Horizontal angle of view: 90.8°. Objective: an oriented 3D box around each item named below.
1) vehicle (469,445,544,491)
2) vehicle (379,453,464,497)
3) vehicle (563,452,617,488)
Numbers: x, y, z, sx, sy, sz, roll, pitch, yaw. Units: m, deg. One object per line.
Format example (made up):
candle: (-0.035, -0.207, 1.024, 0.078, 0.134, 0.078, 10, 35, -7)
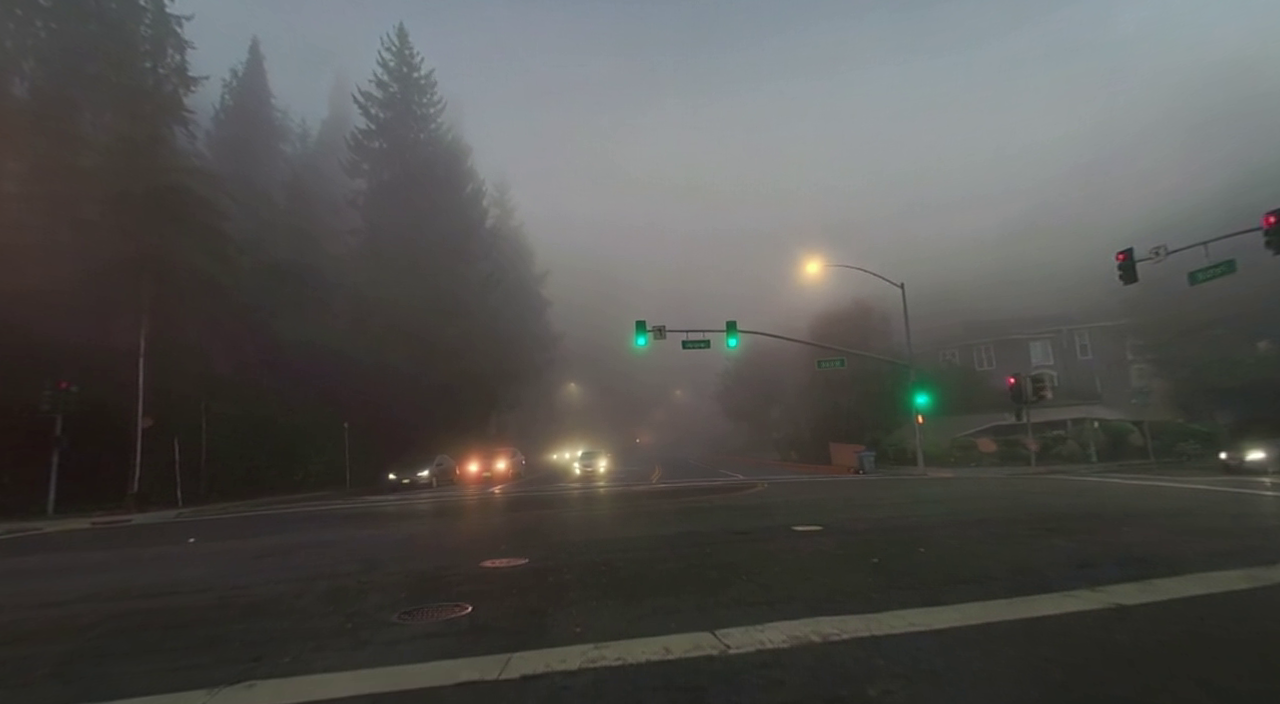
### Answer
vehicle: (-6.183, 5.429, 30.058, 2.479, 1.977, 5.254, 0, -9, -1)
vehicle: (-9.963, 5.612, 29.265, 2.241, 1.819, 4.690, 0, -9, -1)
vehicle: (-2.196, 5.356, 29.133, 2.174, 1.477, 4.805, 0, -9, -1)
